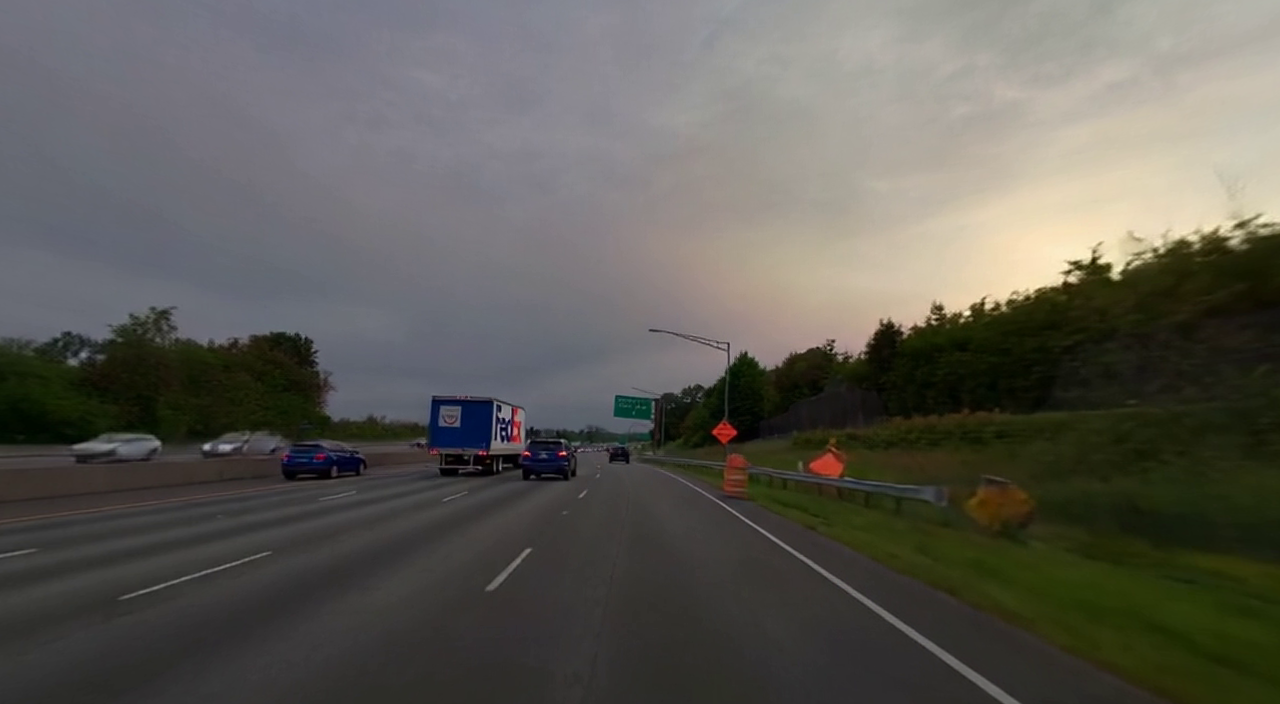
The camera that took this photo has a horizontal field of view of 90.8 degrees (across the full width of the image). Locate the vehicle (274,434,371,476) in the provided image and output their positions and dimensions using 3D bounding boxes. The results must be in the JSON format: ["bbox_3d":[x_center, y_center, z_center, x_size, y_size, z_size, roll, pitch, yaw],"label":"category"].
[{"bbox_3d":[-13.614,4.431,27.424,2.018,1.668,4.409,0,-9,-2],"label":"vehicle"}]

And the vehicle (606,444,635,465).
[{"bbox_3d":[-1.458,7.534,46.590,2.043,1.489,3.839,1,-9,-3],"label":"vehicle"}]

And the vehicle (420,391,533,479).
[{"bbox_3d":[-6.815,3.737,27.933,2.870,3.266,8.589,0,-9,-1],"label":"vehicle"}]

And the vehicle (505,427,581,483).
[{"bbox_3d":[-3.496,3.844,23.732,2.170,1.886,4.628,0,-9,-1],"label":"vehicle"}]

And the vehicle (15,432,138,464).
[{"bbox_3d":[-27.447,4.708,31.020,1.791,1.469,4.668,0,-9,-2],"label":"vehicle"}]
